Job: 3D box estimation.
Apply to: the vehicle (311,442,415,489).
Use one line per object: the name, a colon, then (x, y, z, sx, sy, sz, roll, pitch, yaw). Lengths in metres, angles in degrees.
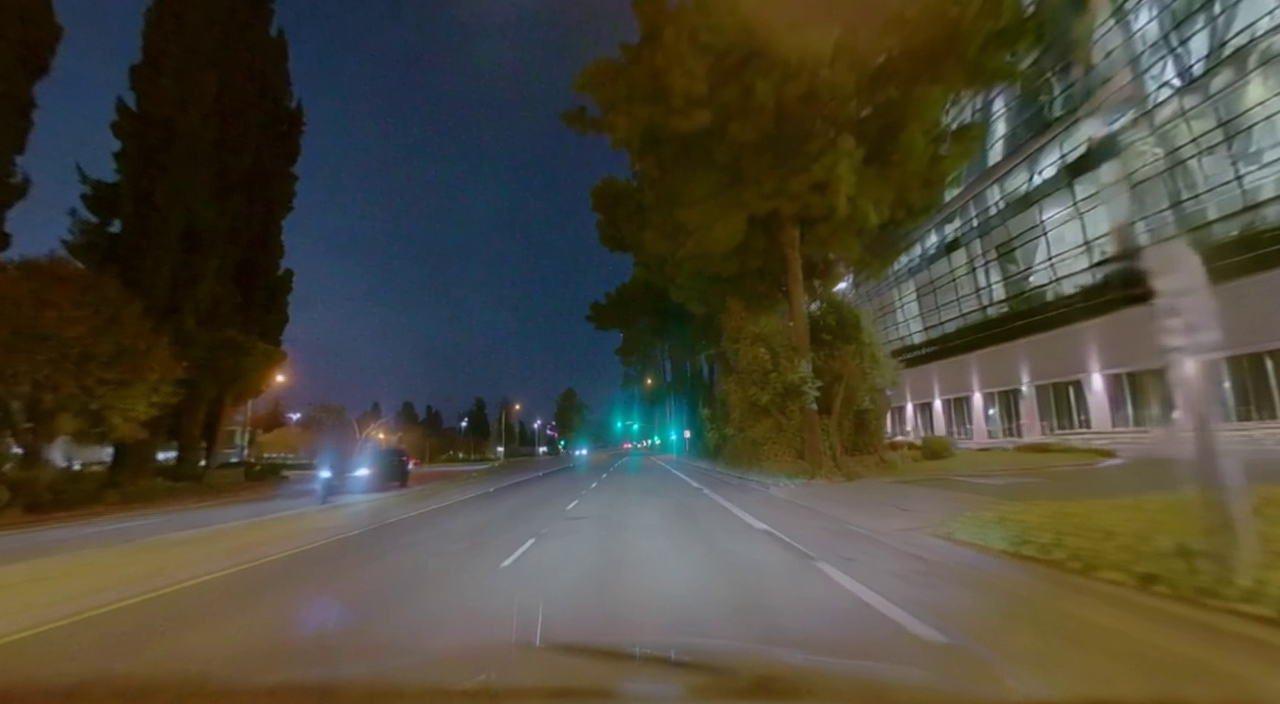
vehicle: (-13.506, 5.524, 31.316, 2.505, 2.059, 5.803, 0, -8, 0)
